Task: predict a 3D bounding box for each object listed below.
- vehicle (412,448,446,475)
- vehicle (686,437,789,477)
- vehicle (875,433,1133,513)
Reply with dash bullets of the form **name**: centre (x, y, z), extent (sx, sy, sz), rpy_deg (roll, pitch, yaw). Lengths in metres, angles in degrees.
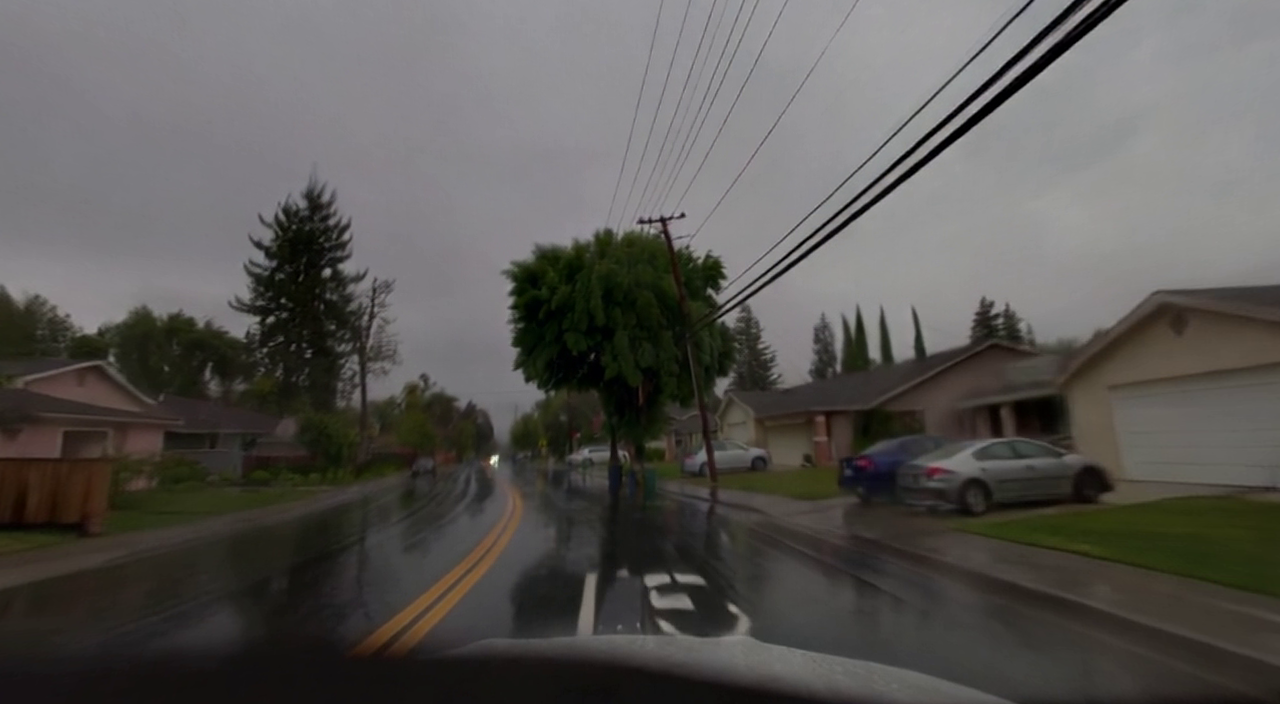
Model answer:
- **vehicle**: centre (-16.156, 8.469, 48.543), extent (2.046, 1.777, 4.473), rpy_deg (0, -12, -14)
- **vehicle**: centre (4.551, 4.959, 29.785), extent (4.337, 1.768, 1.962), rpy_deg (3, -9, -12)
- **vehicle**: centre (7.622, 2.554, 13.528), extent (4.382, 1.531, 1.925), rpy_deg (1, -9, -5)
